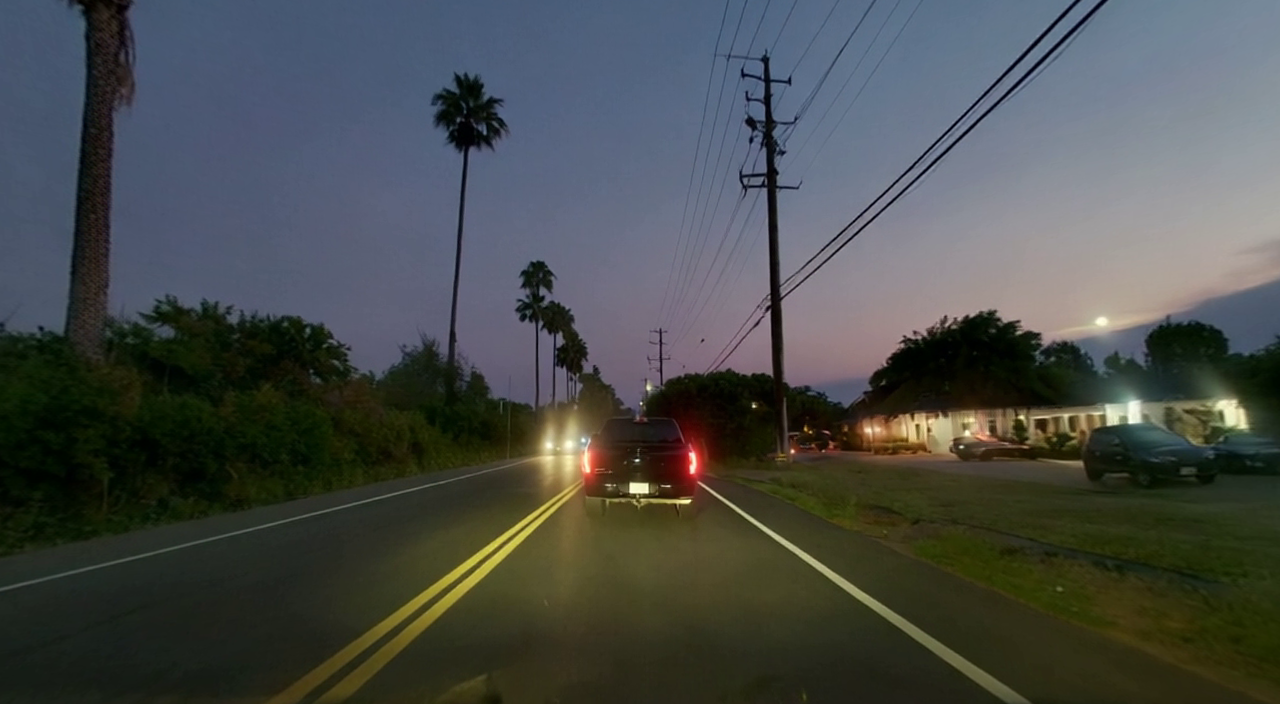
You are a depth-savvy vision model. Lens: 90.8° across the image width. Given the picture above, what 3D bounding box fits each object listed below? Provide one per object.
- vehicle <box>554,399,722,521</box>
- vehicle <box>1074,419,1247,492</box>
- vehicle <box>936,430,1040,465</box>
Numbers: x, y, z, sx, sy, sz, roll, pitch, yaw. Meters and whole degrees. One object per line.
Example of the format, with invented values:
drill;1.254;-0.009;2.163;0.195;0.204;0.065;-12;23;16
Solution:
vehicle;-0.021;2.276;13.754;2.848;2.047;5.885;0;-8;0
vehicle;16.115;3.245;20.127;2.338;1.917;6.076;-3;-9;21
vehicle;20.370;5.662;37.480;2.277;1.836;6.267;0;-9;-4
